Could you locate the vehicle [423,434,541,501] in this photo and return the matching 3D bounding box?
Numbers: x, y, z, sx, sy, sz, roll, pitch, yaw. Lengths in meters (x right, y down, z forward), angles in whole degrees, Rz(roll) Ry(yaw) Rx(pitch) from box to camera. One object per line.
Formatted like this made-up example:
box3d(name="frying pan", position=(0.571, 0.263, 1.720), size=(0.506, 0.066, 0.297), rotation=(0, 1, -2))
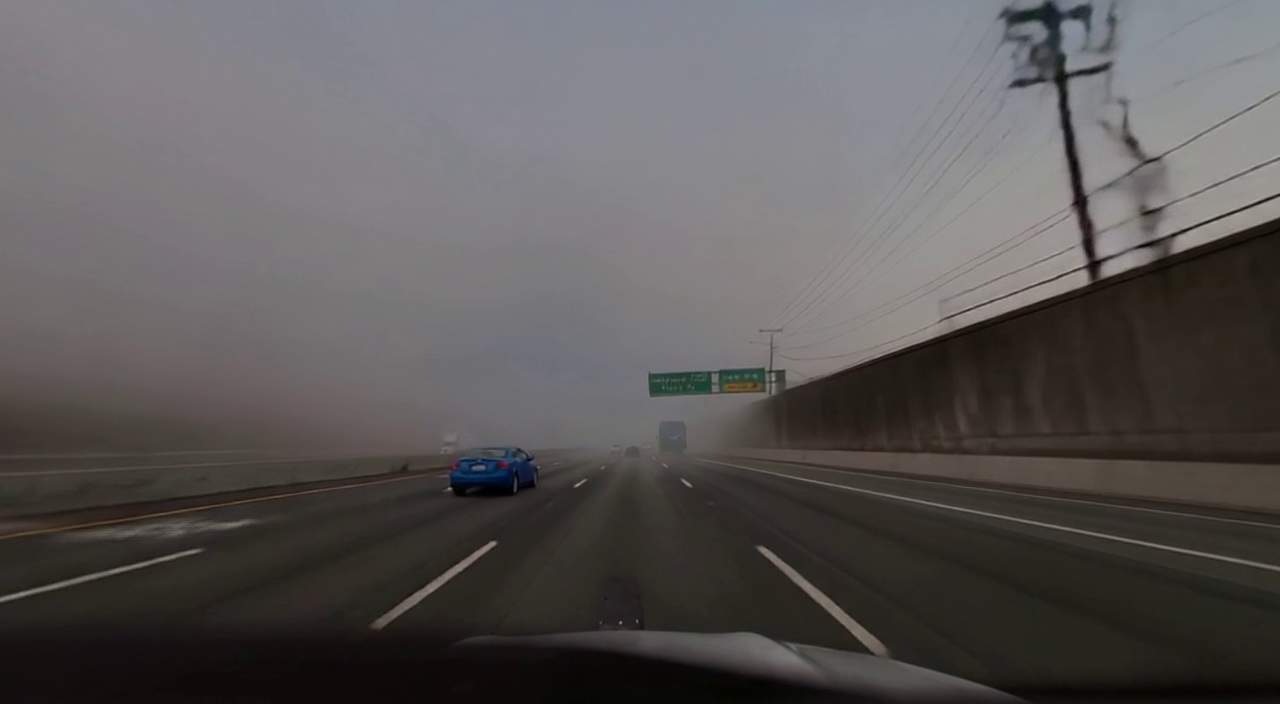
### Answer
box3d(name="vehicle", position=(-3.978, 2.994, 16.758), size=(2.009, 1.533, 4.175), rotation=(0, -9, 1))
